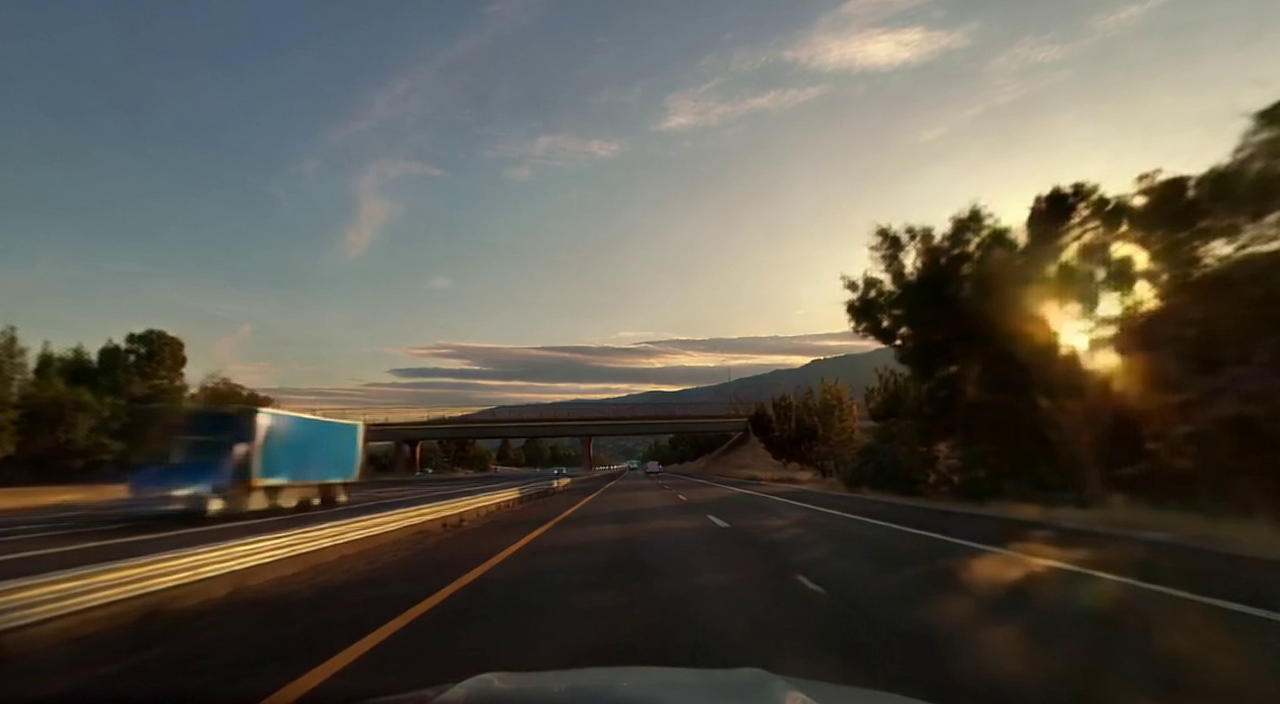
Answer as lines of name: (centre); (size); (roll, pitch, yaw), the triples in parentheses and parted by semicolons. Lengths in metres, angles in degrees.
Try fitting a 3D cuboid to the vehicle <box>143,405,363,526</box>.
vehicle: (-12.892, 3.965, 22.105); (2.833, 3.465, 7.407); (1, -10, 0)
